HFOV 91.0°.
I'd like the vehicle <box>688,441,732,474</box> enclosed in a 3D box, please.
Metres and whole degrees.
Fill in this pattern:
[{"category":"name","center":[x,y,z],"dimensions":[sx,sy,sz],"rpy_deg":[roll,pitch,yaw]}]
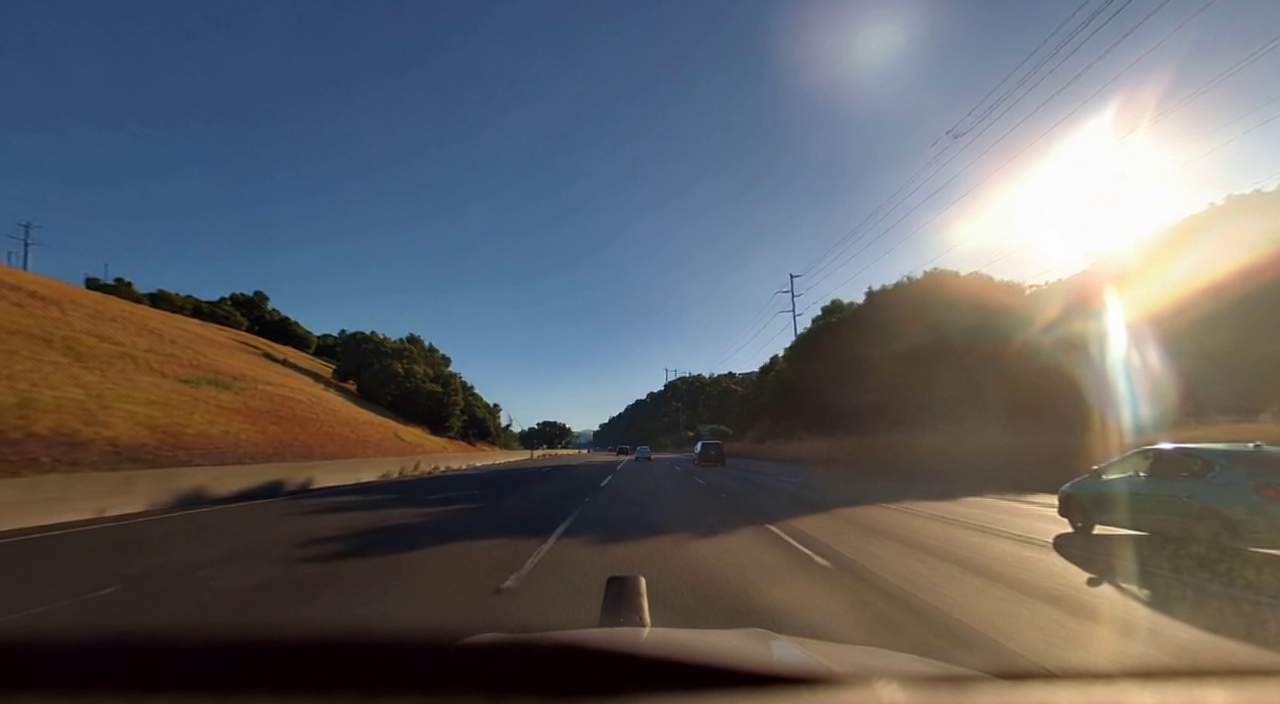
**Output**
[{"category":"vehicle","center":[4.096,6.210,37.414],"dimensions":[2.159,1.782,4.673],"rpy_deg":[0,-8,1]}]

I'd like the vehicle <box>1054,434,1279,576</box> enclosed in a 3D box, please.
[{"category":"vehicle","center":[8.047,1.892,8.273],"dimensions":[1.970,1.545,4.818],"rpy_deg":[0,-8,1]}]
